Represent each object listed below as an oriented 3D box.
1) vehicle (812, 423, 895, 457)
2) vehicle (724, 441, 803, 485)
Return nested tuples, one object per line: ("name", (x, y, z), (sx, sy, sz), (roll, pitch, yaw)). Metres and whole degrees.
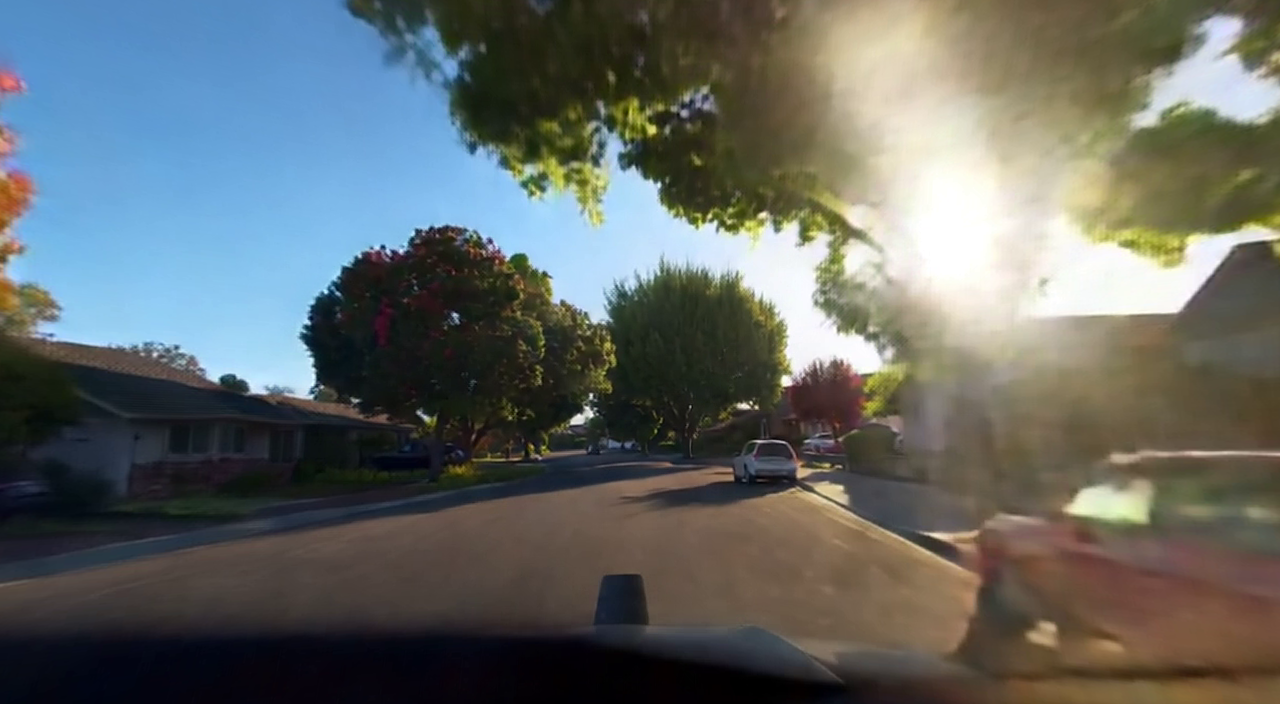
("vehicle", (13.666, 5.645, 40.552), (4.421, 1.703, 1.927), (-5, -8, -6))
("vehicle", (4.679, 4.297, 24.654), (2.088, 1.522, 4.449), (0, -9, -1))
